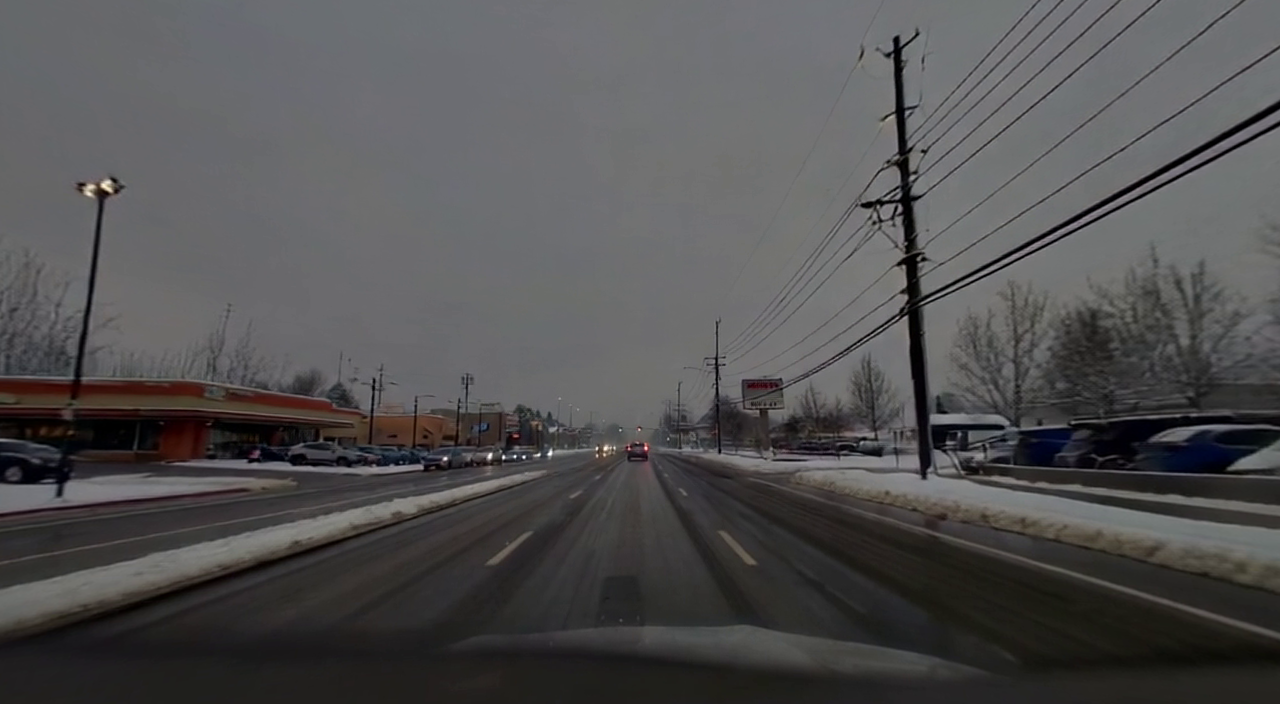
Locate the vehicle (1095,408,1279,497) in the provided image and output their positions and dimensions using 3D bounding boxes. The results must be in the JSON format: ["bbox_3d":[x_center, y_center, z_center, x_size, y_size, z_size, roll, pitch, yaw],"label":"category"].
[{"bbox_3d":[13.319,2.208,14.018,4.758,1.811,2.036,0,-9,0],"label":"vehicle"}]

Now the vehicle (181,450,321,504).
[{"bbox_3d":[-13.678,4.360,22.671,1.955,1.549,5.009,-2,-8,-1],"label":"vehicle"}]

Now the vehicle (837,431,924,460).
[{"bbox_3d":[15.336,5.981,40.492,4.667,1.775,2.199,0,-9,-1],"label":"vehicle"}]

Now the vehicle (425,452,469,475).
[{"bbox_3d":[-13.646,7.886,44.885,1.791,1.377,4.807,-2,-8,-1],"label":"vehicle"}]

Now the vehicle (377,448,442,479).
[{"bbox_3d":[-13.776,6.668,38.086,2.014,1.523,5.092,-3,-8,1],"label":"vehicle"}]

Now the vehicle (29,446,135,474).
[{"bbox_3d":[-37.544,7.269,42.684,4.800,1.776,2.060,4,-10,-25],"label":"vehicle"}]
